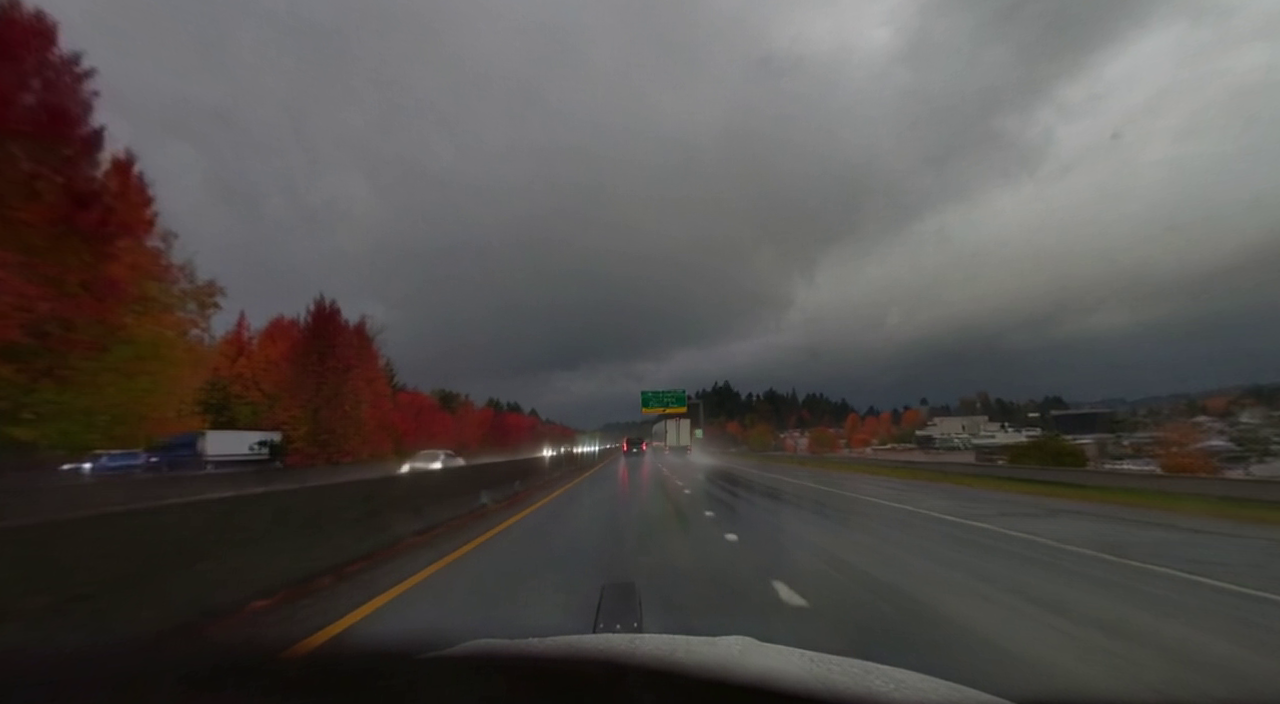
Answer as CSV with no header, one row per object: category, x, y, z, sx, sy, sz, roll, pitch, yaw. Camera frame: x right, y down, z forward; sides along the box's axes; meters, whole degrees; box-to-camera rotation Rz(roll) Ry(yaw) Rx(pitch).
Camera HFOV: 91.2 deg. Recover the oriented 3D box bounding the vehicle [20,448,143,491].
vehicle,-36.981,7.734,41.881,2.712,2.519,6.927,1,-9,-10
